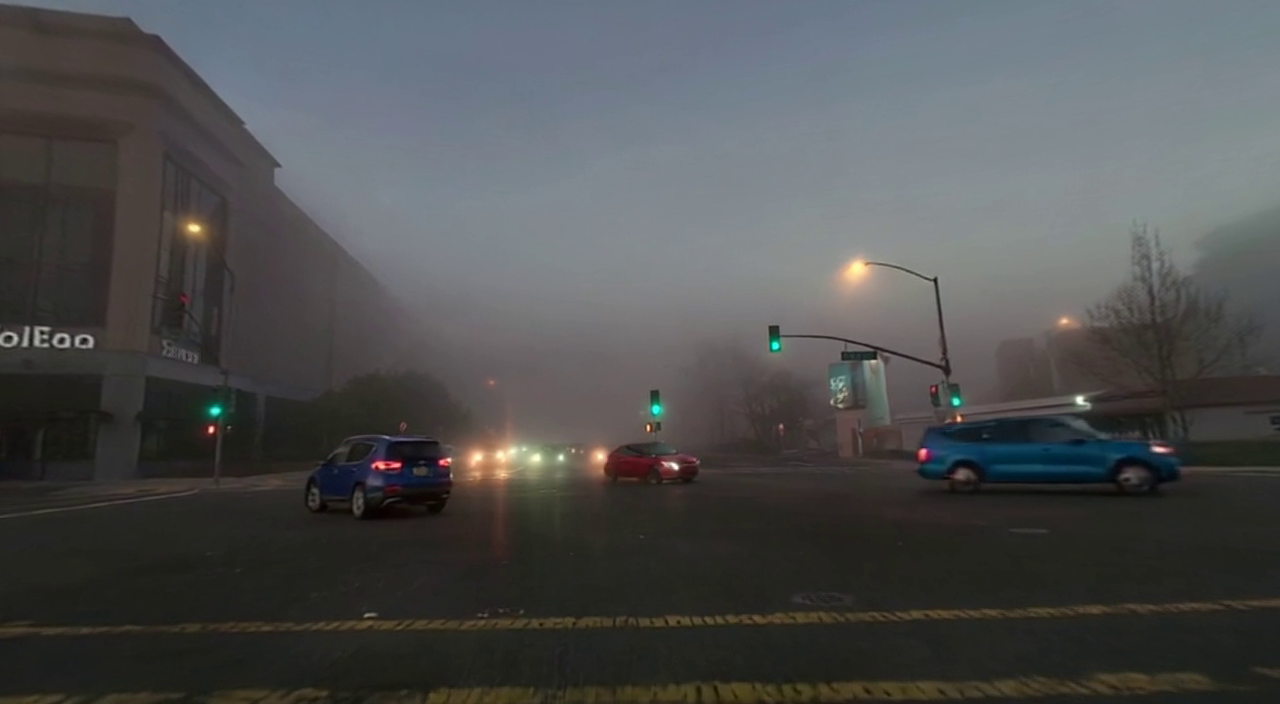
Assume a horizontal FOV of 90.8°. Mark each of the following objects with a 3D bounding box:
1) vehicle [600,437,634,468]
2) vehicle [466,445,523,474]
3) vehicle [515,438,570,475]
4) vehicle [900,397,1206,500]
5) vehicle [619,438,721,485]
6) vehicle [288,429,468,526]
[{"bbox_3d":[-1.487,6.847,43.332,2.160,1.948,4.784,0,-8,0],"label":"vehicle"},{"bbox_3d":[-8.265,6.126,36.242,2.163,1.529,4.210,0,-8,1],"label":"vehicle"},{"bbox_3d":[-5.123,5.556,33.793,2.162,1.788,4.603,0,-8,1],"label":"vehicle"},{"bbox_3d":[10.156,2.458,16.230,5.960,2.200,2.708,-5,-10,31],"label":"vehicle"},{"bbox_3d":[1.007,4.149,24.337,2.142,1.607,4.733,3,-9,-22],"label":"vehicle"},{"bbox_3d":[-5.911,2.647,13.993,2.238,1.762,4.445,7,-11,-41],"label":"vehicle"}]
